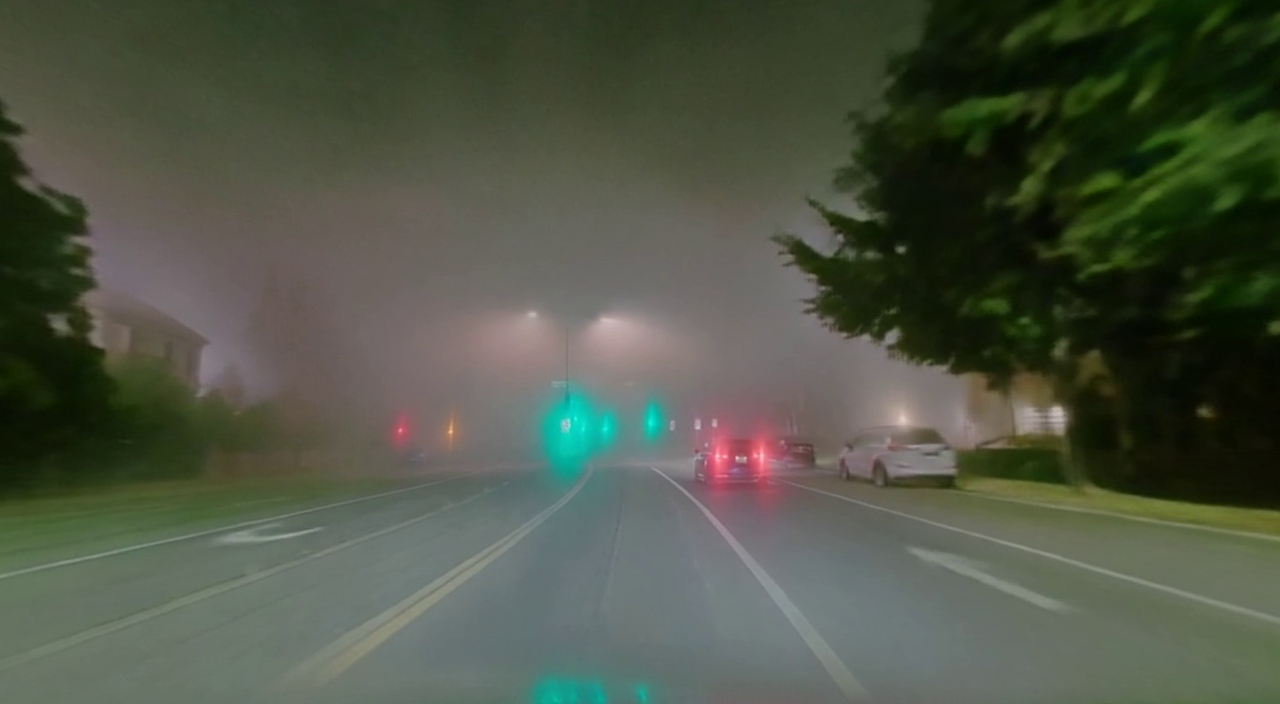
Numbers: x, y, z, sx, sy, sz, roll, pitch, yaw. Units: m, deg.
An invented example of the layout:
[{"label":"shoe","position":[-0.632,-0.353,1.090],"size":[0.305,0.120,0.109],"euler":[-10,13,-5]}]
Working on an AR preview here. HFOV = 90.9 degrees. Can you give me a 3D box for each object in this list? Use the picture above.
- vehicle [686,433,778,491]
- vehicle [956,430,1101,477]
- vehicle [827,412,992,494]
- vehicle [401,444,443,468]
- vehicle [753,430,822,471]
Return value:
[{"label":"vehicle","position":[2.530,3.161,18.415],"size":[1.960,1.479,4.086],"euler":[0,-8,-2]},{"label":"vehicle","position":[13.062,3.439,21.420],"size":[3.635,1.482,1.879],"euler":[-1,-9,8]},{"label":"vehicle","position":[6.915,2.666,16.871],"size":[2.065,1.861,4.704],"euler":[1,-8,-4]},{"label":"vehicle","position":[-15.849,7.557,45.989],"size":[1.949,1.642,4.376],"euler":[1,-9,-6]},{"label":"vehicle","position":[6.287,4.258,27.333],"size":[2.008,1.614,4.369],"euler":[0,-8,1]}]
